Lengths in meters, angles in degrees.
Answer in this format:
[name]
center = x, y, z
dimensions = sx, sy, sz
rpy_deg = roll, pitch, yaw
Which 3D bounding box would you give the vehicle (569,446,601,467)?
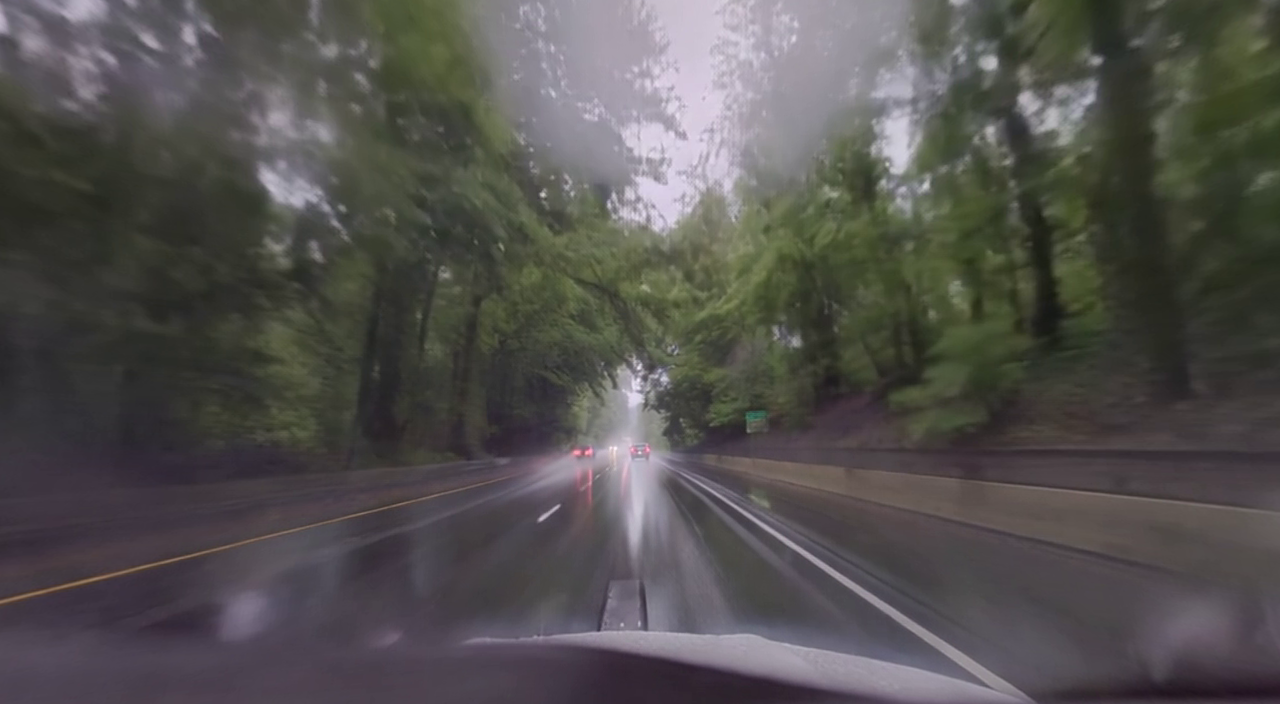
[vehicle]
center = -4.177, 8.055, 48.571
dimensions = 2.112, 1.498, 4.117
rpy_deg = 0, -9, 0
